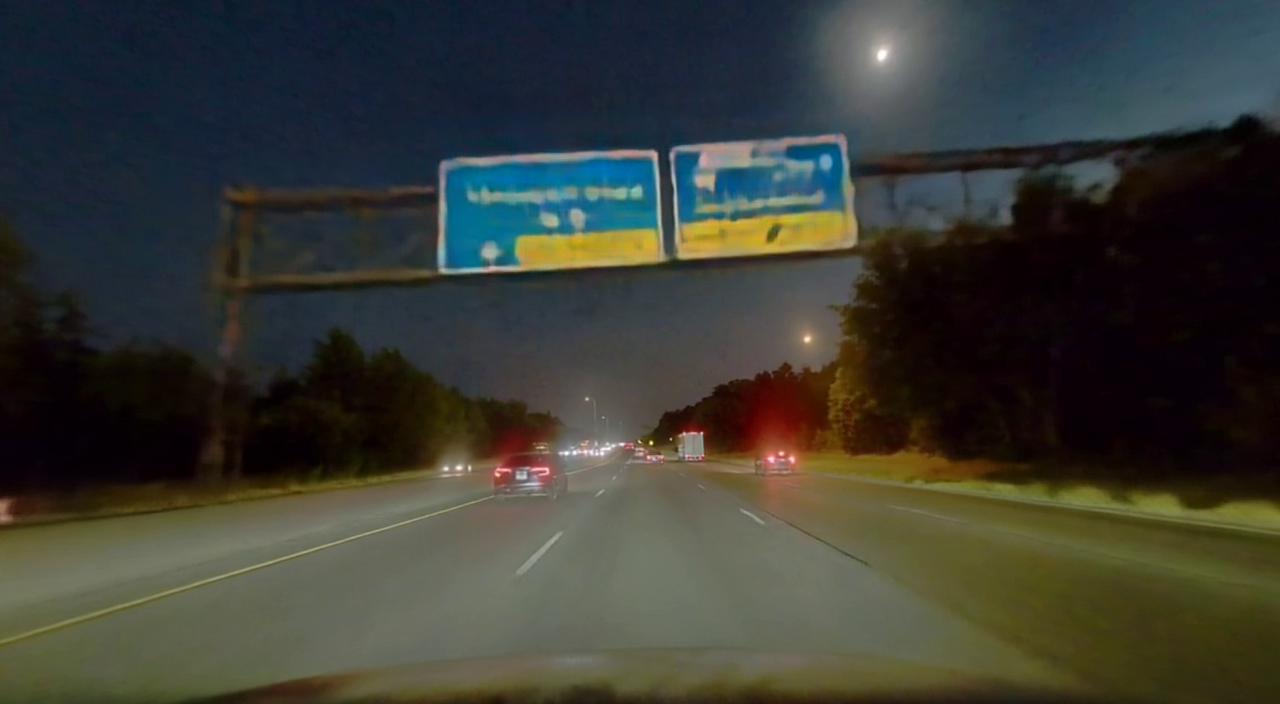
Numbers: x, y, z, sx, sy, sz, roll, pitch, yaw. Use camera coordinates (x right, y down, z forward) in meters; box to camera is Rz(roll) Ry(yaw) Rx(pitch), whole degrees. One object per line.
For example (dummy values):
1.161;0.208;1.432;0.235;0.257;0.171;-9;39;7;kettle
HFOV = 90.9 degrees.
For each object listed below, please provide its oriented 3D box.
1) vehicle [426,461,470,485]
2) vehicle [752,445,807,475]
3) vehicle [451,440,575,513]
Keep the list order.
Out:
-11.780;7.443;38.885;1.628;1.353;3.499;0;-9;0;vehicle
7.583;5.921;34.706;1.943;1.493;4.507;0;-9;-1;vehicle
-2.994;3.043;15.938;2.191;1.563;4.318;0;-9;1;vehicle
